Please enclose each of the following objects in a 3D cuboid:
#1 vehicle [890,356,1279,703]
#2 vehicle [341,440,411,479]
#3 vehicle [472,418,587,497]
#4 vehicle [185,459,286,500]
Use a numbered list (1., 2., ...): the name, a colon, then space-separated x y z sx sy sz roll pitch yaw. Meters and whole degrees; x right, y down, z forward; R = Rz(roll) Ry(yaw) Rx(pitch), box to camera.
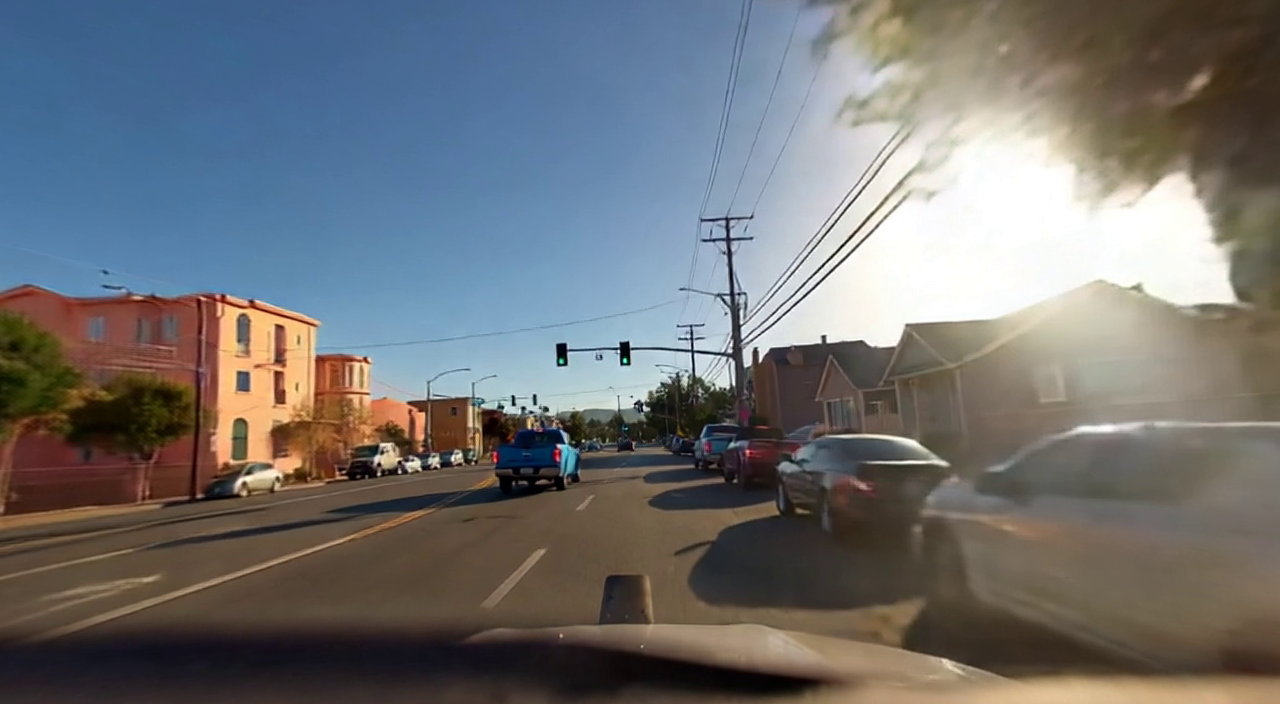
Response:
1. vehicle: 3.146 0.919 2.989 1.924 1.575 4.869 -1 -8 0
2. vehicle: -18.885 7.674 45.457 2.159 2.586 5.899 -2 -8 3
3. vehicle: -2.944 2.968 18.167 2.242 1.890 5.306 -1 -8 2
4. vehicle: -18.700 5.866 29.389 1.908 1.614 4.092 -1 -8 1
